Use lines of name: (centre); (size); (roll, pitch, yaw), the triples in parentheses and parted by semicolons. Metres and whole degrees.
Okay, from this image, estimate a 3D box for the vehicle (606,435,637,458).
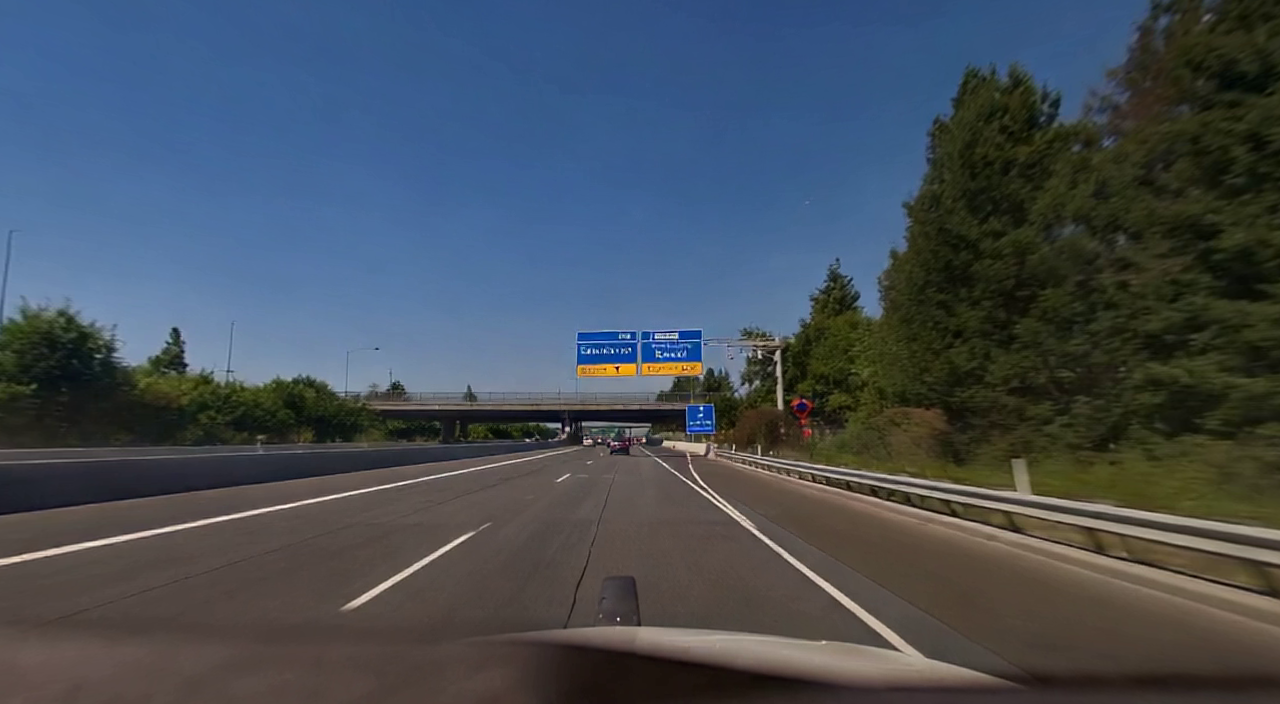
vehicle: (-1.272, 6.482, 43.336); (2.025, 1.519, 3.924); (0, -8, -1)
